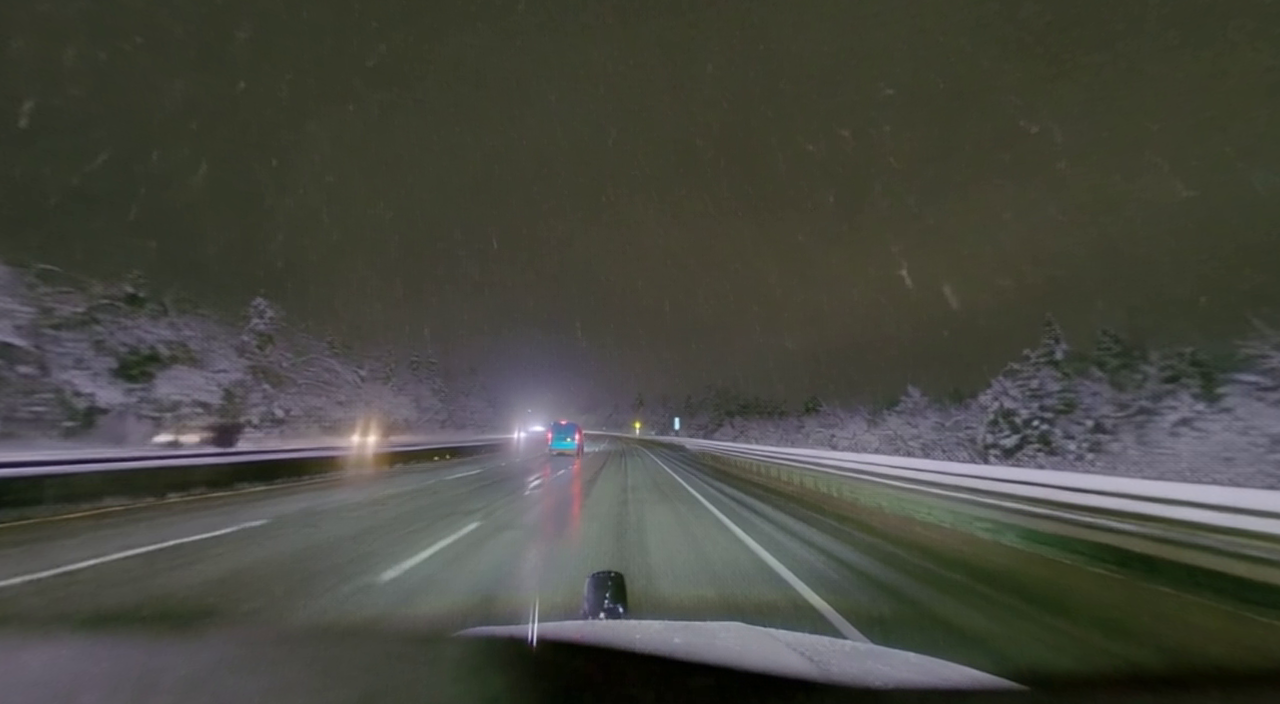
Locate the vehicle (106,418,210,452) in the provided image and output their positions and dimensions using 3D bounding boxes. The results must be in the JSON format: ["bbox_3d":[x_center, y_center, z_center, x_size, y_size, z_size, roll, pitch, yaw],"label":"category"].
[{"bbox_3d":[-22.298,3.878,29.288,1.787,1.462,3.938,0,-8,-2],"label":"vehicle"}]

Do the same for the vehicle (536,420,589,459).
[{"bbox_3d":[-4.344,5.010,36.035,2.309,2.053,4.884,0,-8,1],"label":"vehicle"}]
